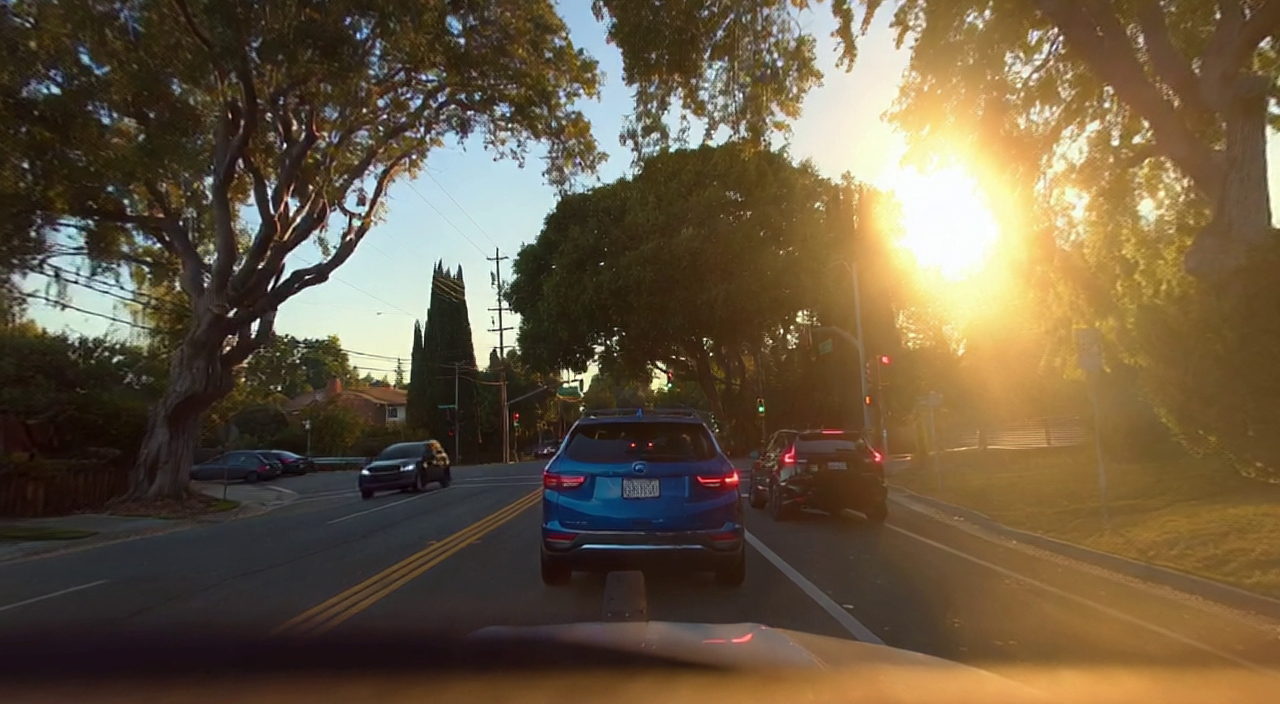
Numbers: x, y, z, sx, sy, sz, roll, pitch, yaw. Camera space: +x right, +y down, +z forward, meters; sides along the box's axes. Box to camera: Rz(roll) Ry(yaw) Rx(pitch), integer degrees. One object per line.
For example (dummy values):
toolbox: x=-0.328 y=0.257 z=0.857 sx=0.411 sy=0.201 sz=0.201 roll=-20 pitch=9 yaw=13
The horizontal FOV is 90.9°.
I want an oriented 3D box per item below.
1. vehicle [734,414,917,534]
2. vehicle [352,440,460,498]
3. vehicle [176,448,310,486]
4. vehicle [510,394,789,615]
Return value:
vehicle: x=3.076 y=2.118 z=11.527 sx=1.967 sy=1.756 sz=4.281 roll=0 pitch=-8 yaw=-1
vehicle: x=-7.477 y=3.736 z=20.584 sx=1.985 sy=1.672 sz=3.960 roll=0 pitch=-8 yaw=0
vehicle: x=-16.116 y=4.653 z=25.730 sx=4.245 sy=1.446 sz=1.827 roll=0 pitch=-8 yaw=1
vehicle: x=0.058 y=1.479 z=7.012 sx=2.151 sy=1.695 sz=4.100 roll=0 pitch=-8 yaw=0
